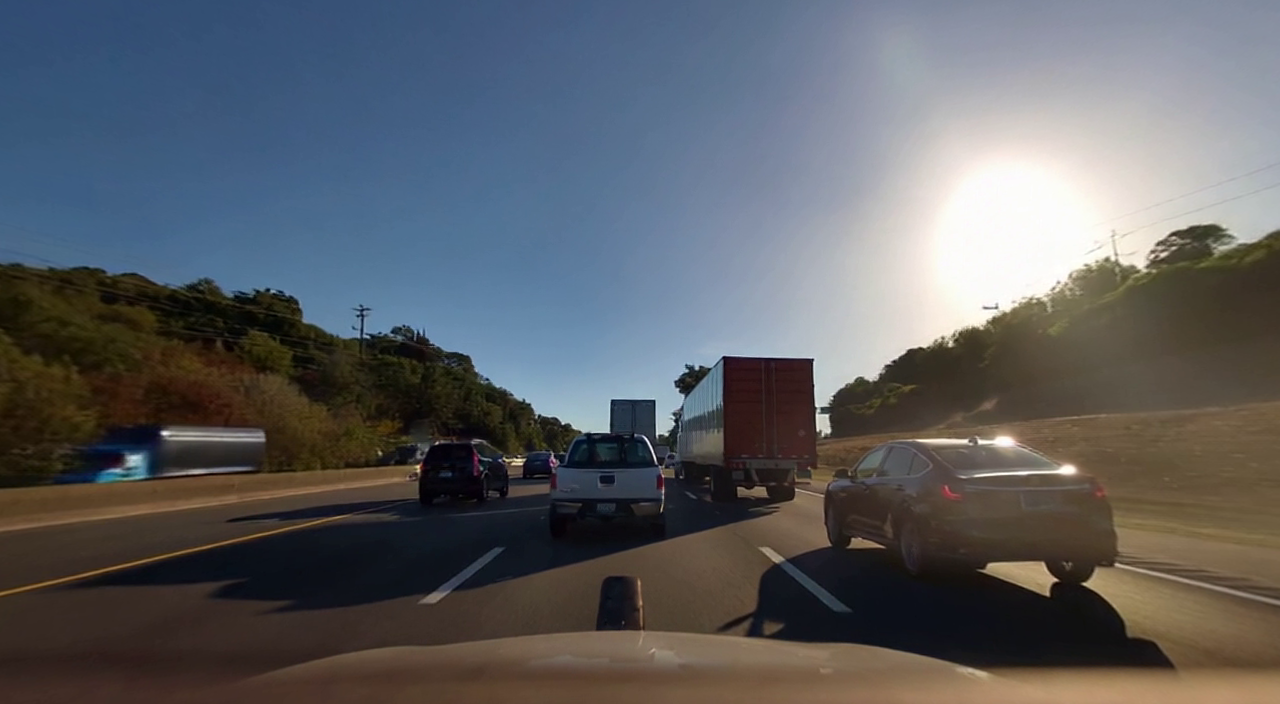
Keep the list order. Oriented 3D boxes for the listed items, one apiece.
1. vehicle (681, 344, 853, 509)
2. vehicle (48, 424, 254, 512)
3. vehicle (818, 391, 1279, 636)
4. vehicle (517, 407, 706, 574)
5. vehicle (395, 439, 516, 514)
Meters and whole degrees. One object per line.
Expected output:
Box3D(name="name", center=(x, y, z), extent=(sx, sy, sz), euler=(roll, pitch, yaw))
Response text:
Box3D(name="vehicle", center=(3.700, 3.254, 24.803), extent=(3.032, 4.051, 18.805), euler=(0, -9, 0))
Box3D(name="vehicle", center=(-16.746, 3.999, 22.242), extent=(2.312, 2.629, 6.031), euler=(0, -9, 0))
Box3D(name="vehicle", center=(3.707, 1.522, 6.942), extent=(2.076, 1.751, 4.666), euler=(0, -9, 0))
Box3D(name="vehicle", center=(-0.341, 1.835, 9.025), extent=(2.037, 1.792, 4.194), euler=(0, -9, -1))
Box3D(name="vehicle", center=(-4.390, 3.010, 15.653), extent=(1.789, 1.620, 3.841), euler=(0, -9, 0))
